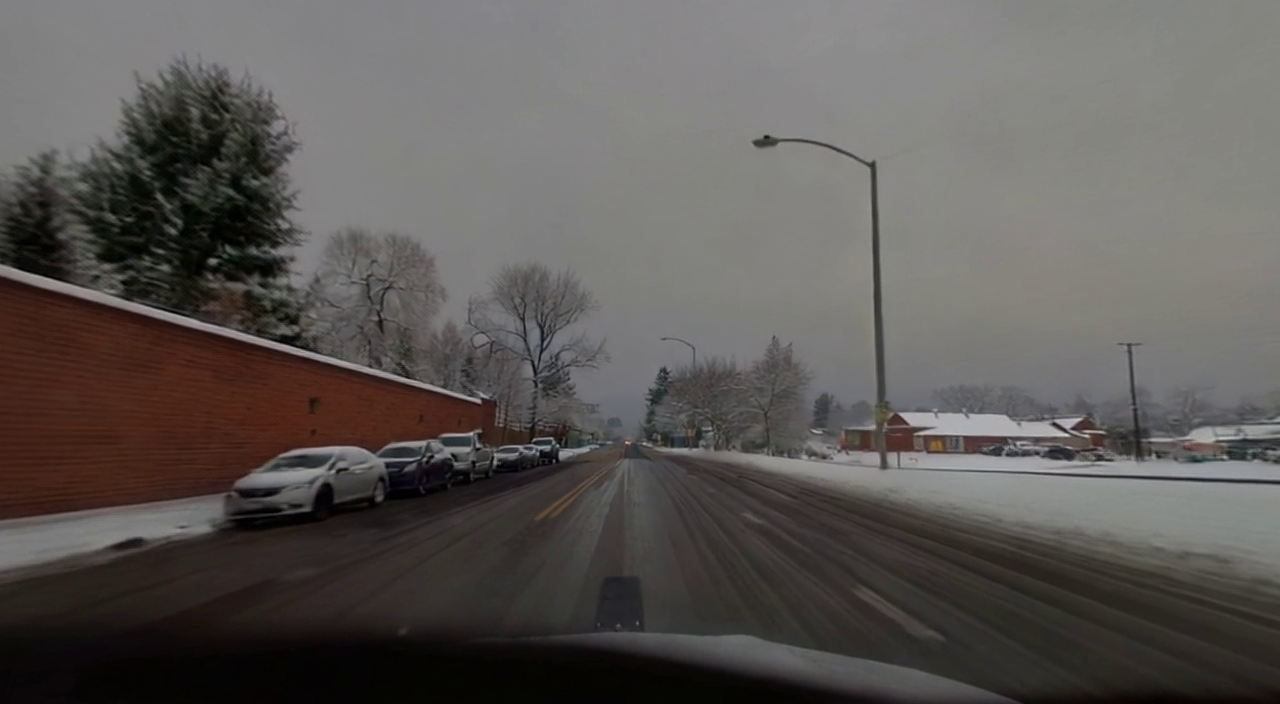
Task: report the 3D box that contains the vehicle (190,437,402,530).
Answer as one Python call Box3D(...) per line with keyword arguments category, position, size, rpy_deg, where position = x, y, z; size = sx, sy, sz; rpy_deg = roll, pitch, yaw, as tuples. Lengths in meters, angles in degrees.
Box3D(category="vehicle", position=(-6.721, 2.557, 13.023), size=(1.989, 1.485, 4.218), rpy_deg=(2, -7, 0))

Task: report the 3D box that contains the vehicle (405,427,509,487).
Box3D(category="vehicle", position=(-6.552, 3.835, 23.417), size=(2.150, 1.854, 5.551), rpy_deg=(2, -8, 0))
